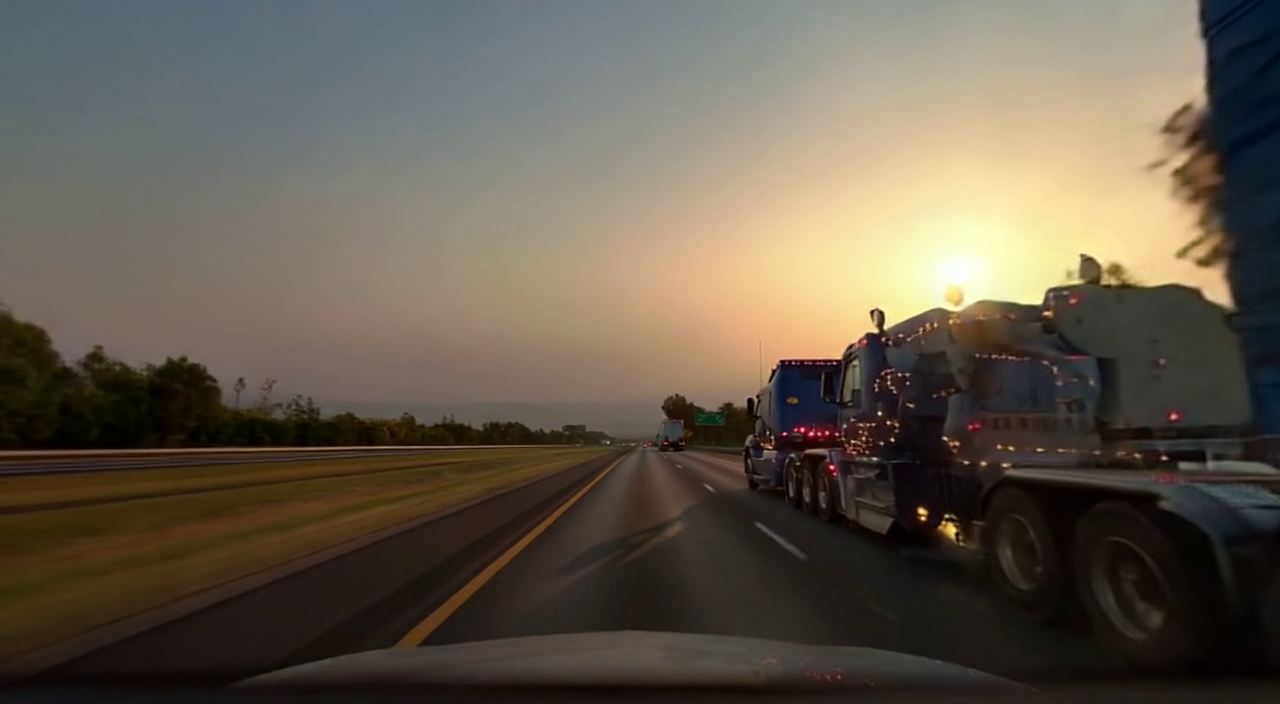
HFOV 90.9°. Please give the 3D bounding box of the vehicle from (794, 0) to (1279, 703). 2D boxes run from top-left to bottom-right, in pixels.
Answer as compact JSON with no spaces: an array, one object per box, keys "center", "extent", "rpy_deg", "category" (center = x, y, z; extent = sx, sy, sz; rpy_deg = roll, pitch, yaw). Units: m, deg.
[{"center":[4.026,-0.222,1.974],"extent":[2.976,4.114,16.788],"rpy_deg":[0,-8,0],"category":"vehicle"}]
